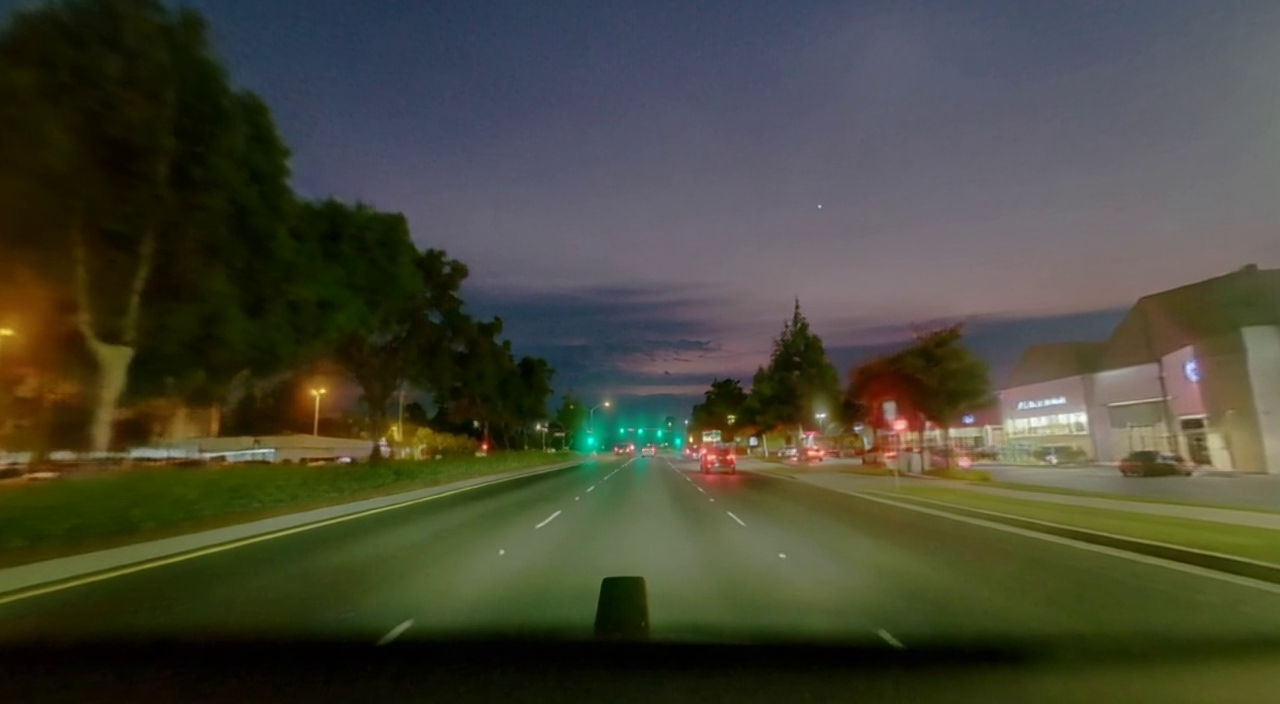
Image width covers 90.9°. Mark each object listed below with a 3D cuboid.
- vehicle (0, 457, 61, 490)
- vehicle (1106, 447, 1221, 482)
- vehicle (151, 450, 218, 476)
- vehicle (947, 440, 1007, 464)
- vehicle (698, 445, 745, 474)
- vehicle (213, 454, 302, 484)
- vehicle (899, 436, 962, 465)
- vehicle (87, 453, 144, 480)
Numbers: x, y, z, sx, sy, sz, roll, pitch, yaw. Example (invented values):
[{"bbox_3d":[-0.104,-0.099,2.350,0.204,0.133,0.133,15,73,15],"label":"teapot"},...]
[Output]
[{"bbox_3d":[-31.829,6.113,31.706,1.732,1.526,3.827,-1,-9,-1],"label":"vehicle"},{"bbox_3d":[26.408,5.649,31.993,1.959,1.646,4.226,1,-8,-4],"label":"vehicle"},{"bbox_3d":[-31.544,7.660,43.807,2.026,1.692,4.523,2,-9,-13],"label":"vehicle"},{"bbox_3d":[24.685,7.349,46.386,1.894,1.656,4.841,0,-8,2],"label":"vehicle"},{"bbox_3d":[4.371,5.856,34.577,1.916,1.459,4.335,0,-8,-1],"label":"vehicle"},{"bbox_3d":[-22.502,6.891,37.344,2.111,1.500,5.131,-1,-8,-1],"label":"vehicle"},{"bbox_3d":[21.326,7.257,46.553,2.124,1.920,5.946,0,-9,3],"label":"vehicle"},{"bbox_3d":[-32.867,7.142,39.582,1.795,1.567,4.241,5,-10,-28],"label":"vehicle"}]
